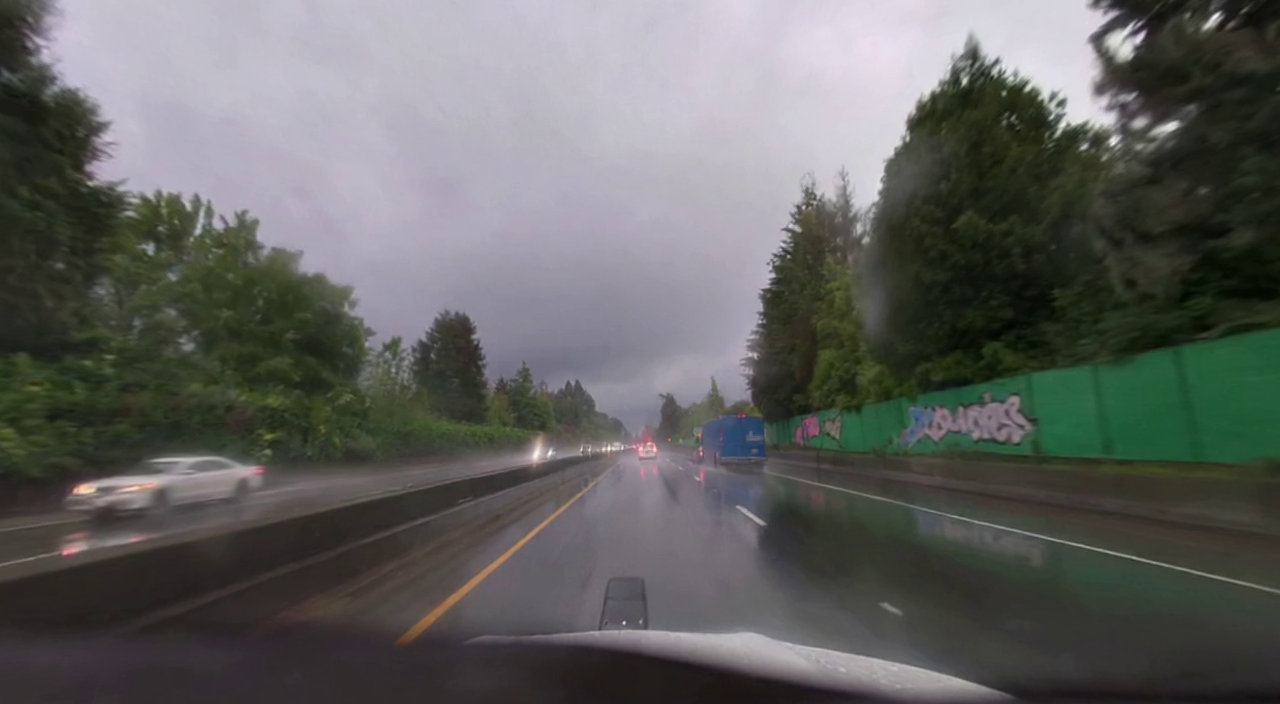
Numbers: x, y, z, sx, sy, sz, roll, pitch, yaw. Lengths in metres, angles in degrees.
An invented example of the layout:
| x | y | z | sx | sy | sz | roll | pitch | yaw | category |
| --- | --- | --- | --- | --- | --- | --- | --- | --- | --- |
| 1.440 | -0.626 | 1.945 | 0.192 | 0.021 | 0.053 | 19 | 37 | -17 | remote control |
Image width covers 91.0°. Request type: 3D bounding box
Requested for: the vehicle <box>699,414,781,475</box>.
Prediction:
| x | y | z | sx | sy | sz | roll | pitch | yaw | category |
| --- | --- | --- | --- | --- | --- | --- | --- | --- | --- |
| 4.727 | 4.571 | 31.124 | 2.712 | 2.659 | 6.992 | 0 | -8 | -2 | vehicle |

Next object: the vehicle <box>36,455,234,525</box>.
| x | y | z | sx | sy | sz | roll | pitch | yaw | category |
| --- | --- | --- | --- | --- | --- | --- | --- | --- | --- |
| -13.382 | 3.623 | 17.086 | 1.888 | 1.558 | 4.129 | 0 | -8 | 1 | vehicle |

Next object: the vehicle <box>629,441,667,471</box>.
| x | y | z | sx | sy | sz | roll | pitch | yaw | category |
| --- | --- | --- | --- | --- | --- | --- | --- | --- | --- |
| 0.458 | 5.916 | 35.934 | 2.030 | 1.572 | 4.067 | 0 | -8 | 0 | vehicle |
